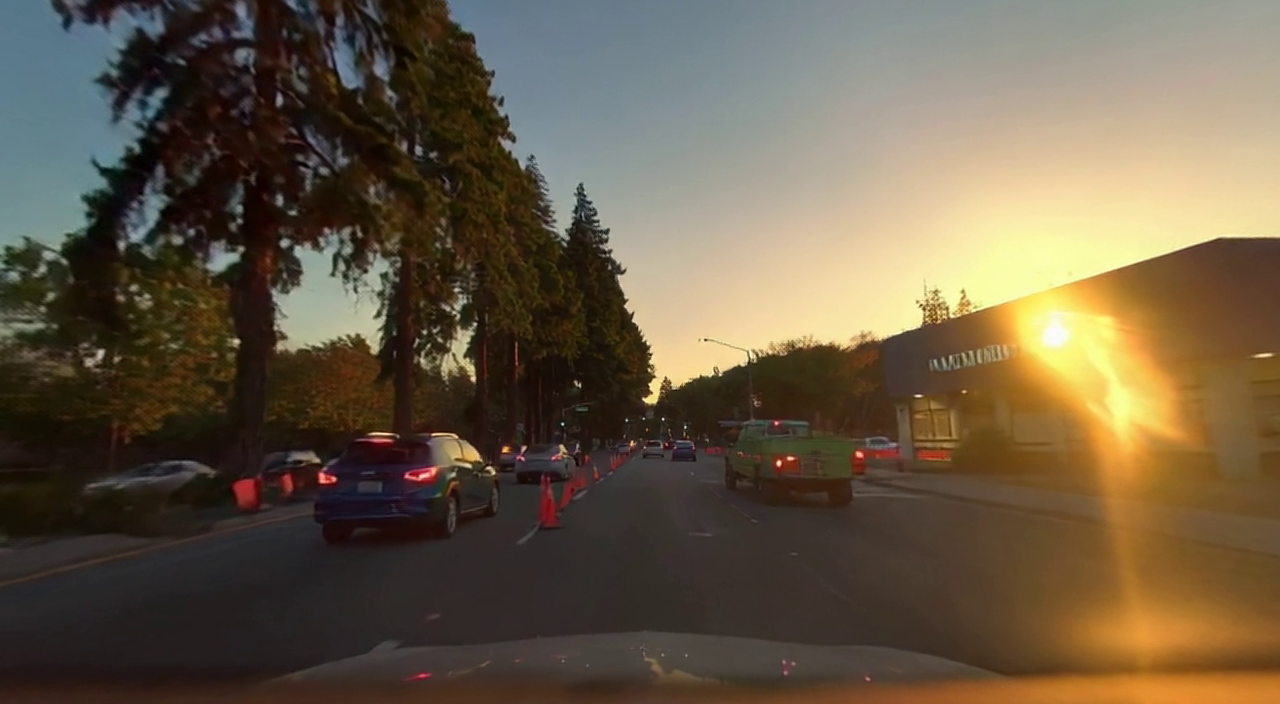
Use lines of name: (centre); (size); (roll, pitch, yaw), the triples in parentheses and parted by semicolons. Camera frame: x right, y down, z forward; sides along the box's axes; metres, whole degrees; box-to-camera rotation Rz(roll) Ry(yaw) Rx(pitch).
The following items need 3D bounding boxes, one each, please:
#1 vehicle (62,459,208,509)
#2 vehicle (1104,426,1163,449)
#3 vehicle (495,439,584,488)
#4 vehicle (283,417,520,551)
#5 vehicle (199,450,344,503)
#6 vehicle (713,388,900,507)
vehicle: (-19.641, 5.109, 24.847); (1.874, 1.671, 4.568); (0, -8, 1)
vehicle: (36.098, 6.281, 46.227); (1.999, 1.564, 3.899); (-2, -9, 16)
vehicle: (-3.303, 3.777, 21.756); (2.107, 1.482, 4.674); (0, -8, 2)
vehicle: (-3.458, 2.000, 10.263); (2.038, 1.682, 4.399); (0, -8, 1)
vehicle: (-12.036, 4.057, 21.039); (1.910, 1.509, 4.722); (0, -8, 1)
vehicle: (3.915, 2.570, 17.125); (2.760, 2.465, 7.936); (0, -8, -1)
